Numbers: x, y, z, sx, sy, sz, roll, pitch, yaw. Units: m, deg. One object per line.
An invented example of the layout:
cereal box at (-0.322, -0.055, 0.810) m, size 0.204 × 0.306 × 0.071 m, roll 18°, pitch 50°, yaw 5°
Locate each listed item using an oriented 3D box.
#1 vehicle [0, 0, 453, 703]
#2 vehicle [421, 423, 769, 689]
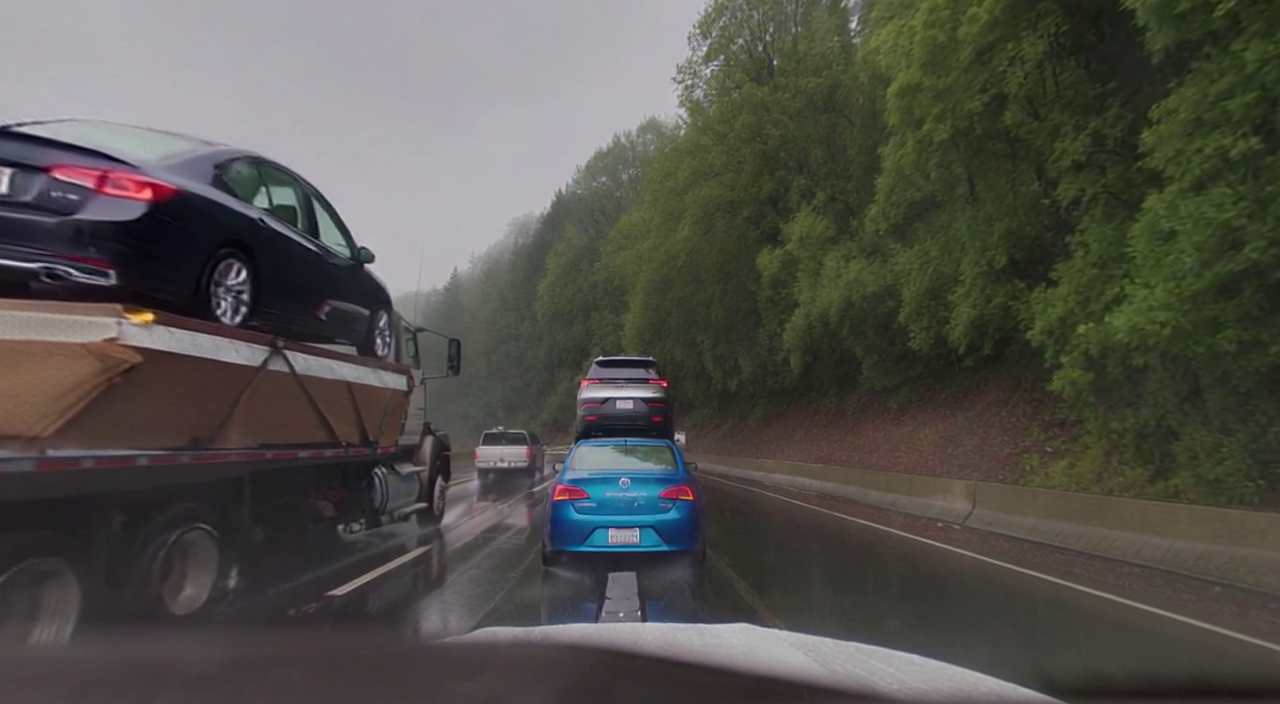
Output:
vehicle at (-4.549, -0.065, 3.365) m, size 2.836 × 4.059 × 14.286 m, roll 0°, pitch -9°, yaw 0°
vehicle at (-0.275, 1.439, 5.404) m, size 1.991 × 1.507 × 3.391 m, roll 0°, pitch -9°, yaw -1°
